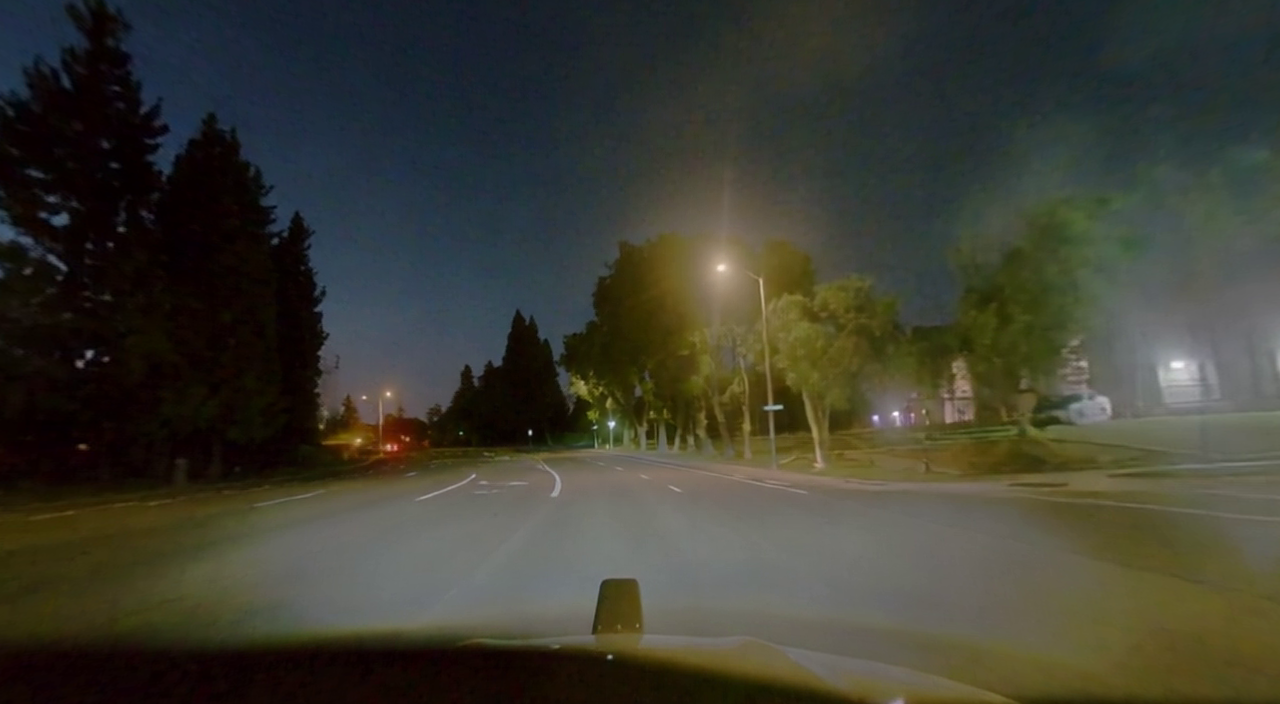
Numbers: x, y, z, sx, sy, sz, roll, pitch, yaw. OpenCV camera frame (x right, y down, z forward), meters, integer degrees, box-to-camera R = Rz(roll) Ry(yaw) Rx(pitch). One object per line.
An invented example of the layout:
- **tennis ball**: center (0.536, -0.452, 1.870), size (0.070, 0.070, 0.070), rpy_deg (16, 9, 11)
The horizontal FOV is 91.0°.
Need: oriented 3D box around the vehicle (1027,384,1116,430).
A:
- **vehicle**: center (19.128, 2.513, 27.847), size (4.740, 1.779, 2.023), rpy_deg (8, -11, -41)
